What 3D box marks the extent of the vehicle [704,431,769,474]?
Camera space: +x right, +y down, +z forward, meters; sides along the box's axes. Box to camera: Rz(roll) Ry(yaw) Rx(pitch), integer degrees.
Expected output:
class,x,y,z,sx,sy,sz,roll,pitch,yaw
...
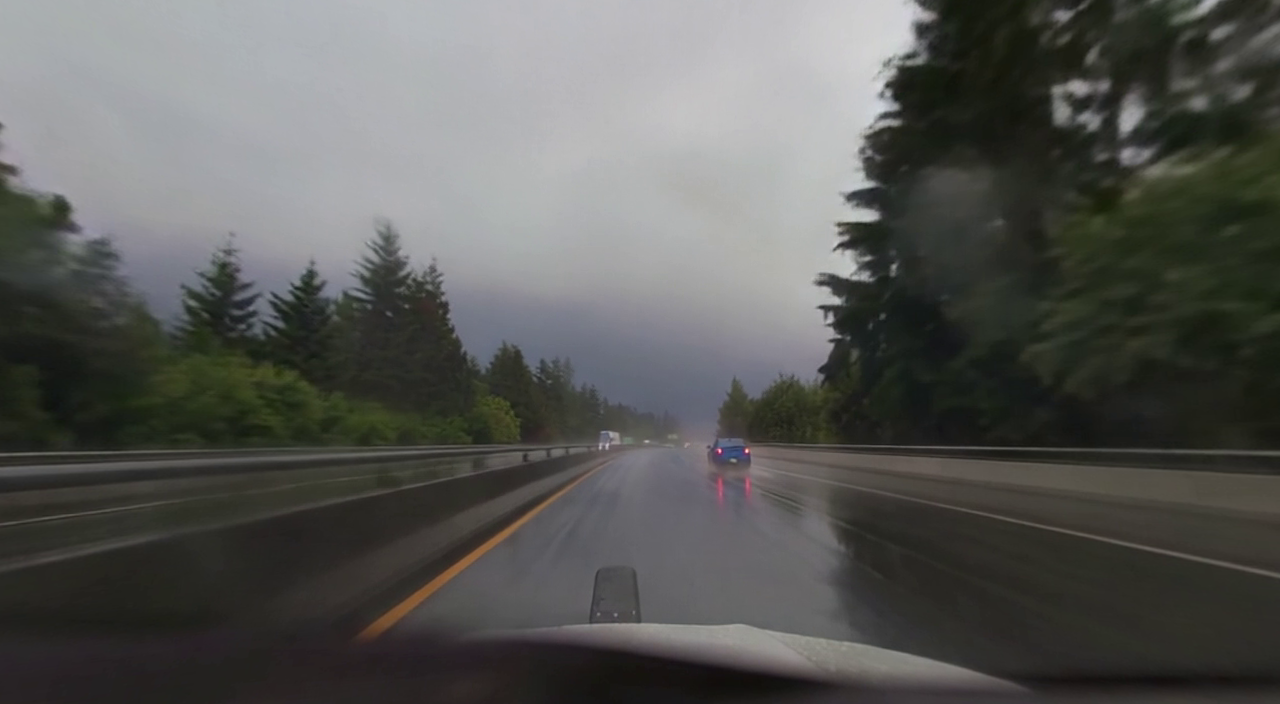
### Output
class,x,y,z,sx,sy,sz,roll,pitch,yaw
vehicle,4.009,4.262,26.859,2.022,1.663,4.245,0,-8,-1
